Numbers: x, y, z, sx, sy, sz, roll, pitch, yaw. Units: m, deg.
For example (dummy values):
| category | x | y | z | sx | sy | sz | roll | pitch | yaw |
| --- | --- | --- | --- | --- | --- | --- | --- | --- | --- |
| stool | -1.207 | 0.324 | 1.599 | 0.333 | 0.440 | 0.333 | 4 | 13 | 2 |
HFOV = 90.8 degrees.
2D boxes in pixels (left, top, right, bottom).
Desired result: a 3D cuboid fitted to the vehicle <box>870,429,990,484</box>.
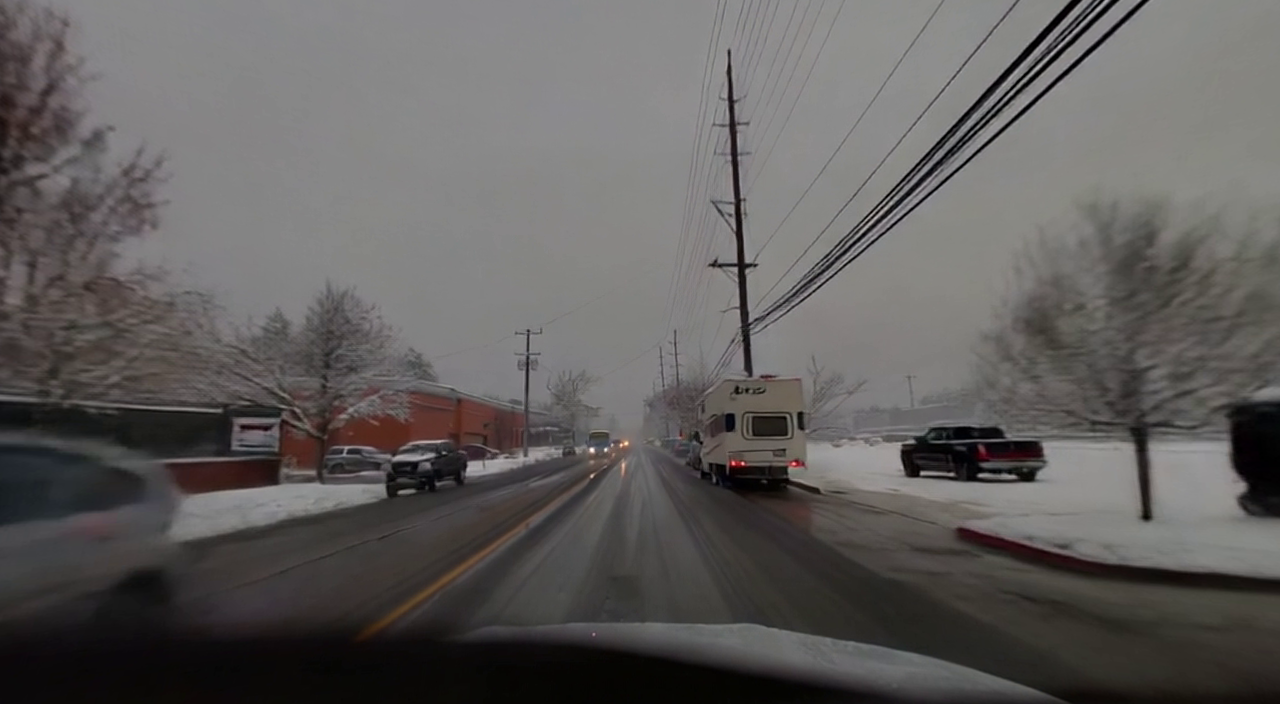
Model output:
| category | x | y | z | sx | sy | sz | roll | pitch | yaw |
| --- | --- | --- | --- | --- | --- | --- | --- | --- | --- |
| vehicle | 9.634 | 3.501 | 21.448 | 2.039 | 1.662 | 4.304 | 0 | -8 | 1 |

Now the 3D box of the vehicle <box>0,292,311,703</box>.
| category | x | y | z | sx | sy | sz | roll | pitch | yaw |
| --- | --- | --- | --- | --- | --- | --- | --- | --- | --- |
| vehicle | -3.732 | 0.758 | 2.428 | 2.307 | 1.998 | 4.734 | 0 | -8 | 1 |

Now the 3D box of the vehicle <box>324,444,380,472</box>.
| category | x | y | z | sx | sy | sz | roll | pitch | yaw |
| --- | --- | --- | --- | --- | --- | --- | --- | --- | --- |
| vehicle | -17.699 | 6.495 | 38.962 | 1.740 | 1.535 | 3.860 | -4 | -9 | -1 |

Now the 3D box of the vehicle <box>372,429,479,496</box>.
| category | x | y | z | sx | sy | sz | roll | pitch | yaw |
| --- | --- | --- | --- | --- | --- | --- | --- | --- | --- |
| vehicle | -7.920 | 4.129 | 23.944 | 2.177 | 2.075 | 5.427 | -4 | -9 | 0 |

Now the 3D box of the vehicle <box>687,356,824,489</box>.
| category | x | y | z | sx | sy | sz | roll | pitch | yaw |
| --- | --- | --- | --- | --- | --- | --- | --- | --- | --- |
| vehicle | 3.846 | 2.829 | 23.386 | 3.029 | 3.860 | 7.726 | -5 | -10 | -3 |

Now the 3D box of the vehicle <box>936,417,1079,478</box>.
| category | x | y | z | sx | sy | sz | roll | pitch | yaw |
| --- | --- | --- | --- | --- | --- | --- | --- | --- | --- |
| vehicle | 12.266 | 3.234 | 21.548 | 2.022 | 1.849 | 4.509 | 0 | -8 | -2 |

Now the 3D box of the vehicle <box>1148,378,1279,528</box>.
| category | x | y | z | sx | sy | sz | roll | pitch | yaw |
| --- | --- | --- | --- | --- | --- | --- | --- | --- | --- |
| vehicle | 9.415 | 1.256 | 7.865 | 2.111 | 1.939 | 4.756 | 0 | -8 | -1 |
